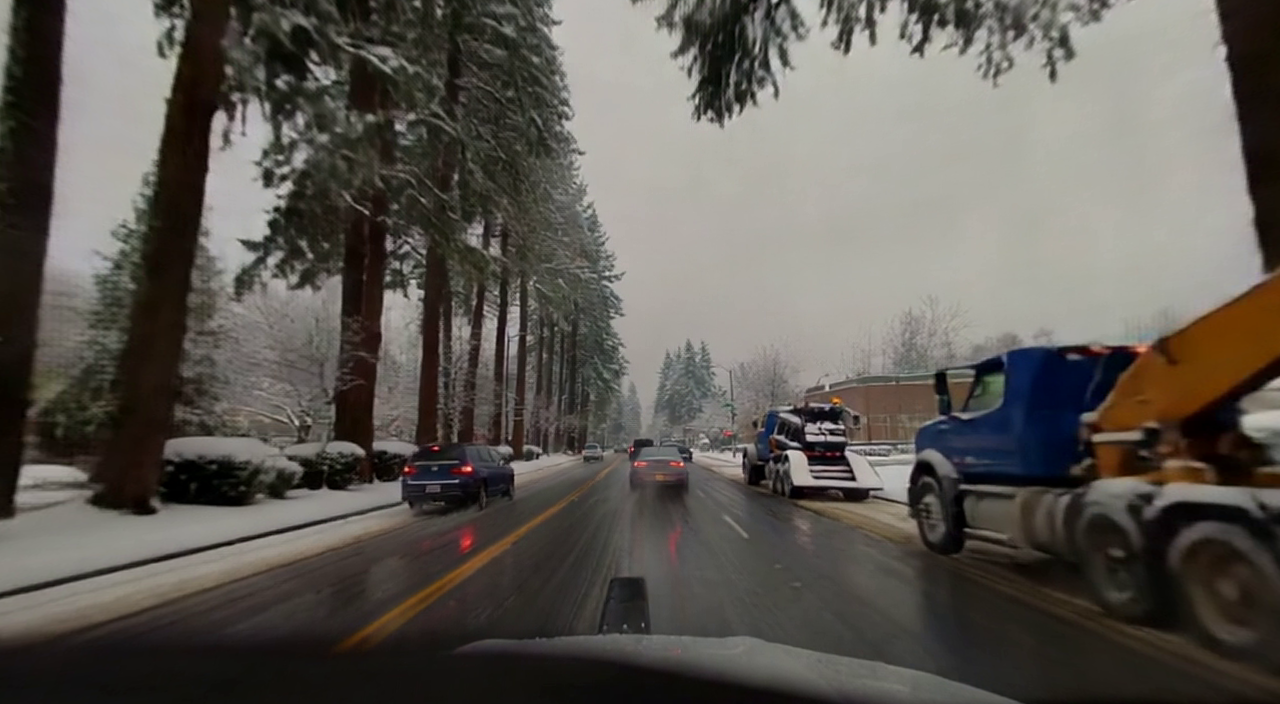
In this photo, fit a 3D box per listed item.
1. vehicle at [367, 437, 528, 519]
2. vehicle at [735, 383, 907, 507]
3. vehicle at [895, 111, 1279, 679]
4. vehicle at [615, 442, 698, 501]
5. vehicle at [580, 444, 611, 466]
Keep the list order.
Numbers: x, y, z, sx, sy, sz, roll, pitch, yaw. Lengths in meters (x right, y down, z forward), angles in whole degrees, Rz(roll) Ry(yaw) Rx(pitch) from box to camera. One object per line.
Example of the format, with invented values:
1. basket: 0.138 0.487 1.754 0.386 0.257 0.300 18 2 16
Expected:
1. vehicle: -4.037 2.731 14.219 2.003 1.507 4.808 0 -9 1
2. vehicle: 5.489 3.133 21.258 3.089 3.258 8.841 0 -9 0
3. vehicle: 5.548 0.365 4.630 2.867 3.600 11.047 0 -9 1
4. vehicle: 0.438 3.338 18.025 2.086 1.466 4.026 0 -9 1
5. vehicle: -3.430 8.072 49.364 2.062 1.641 4.193 0 -9 2
